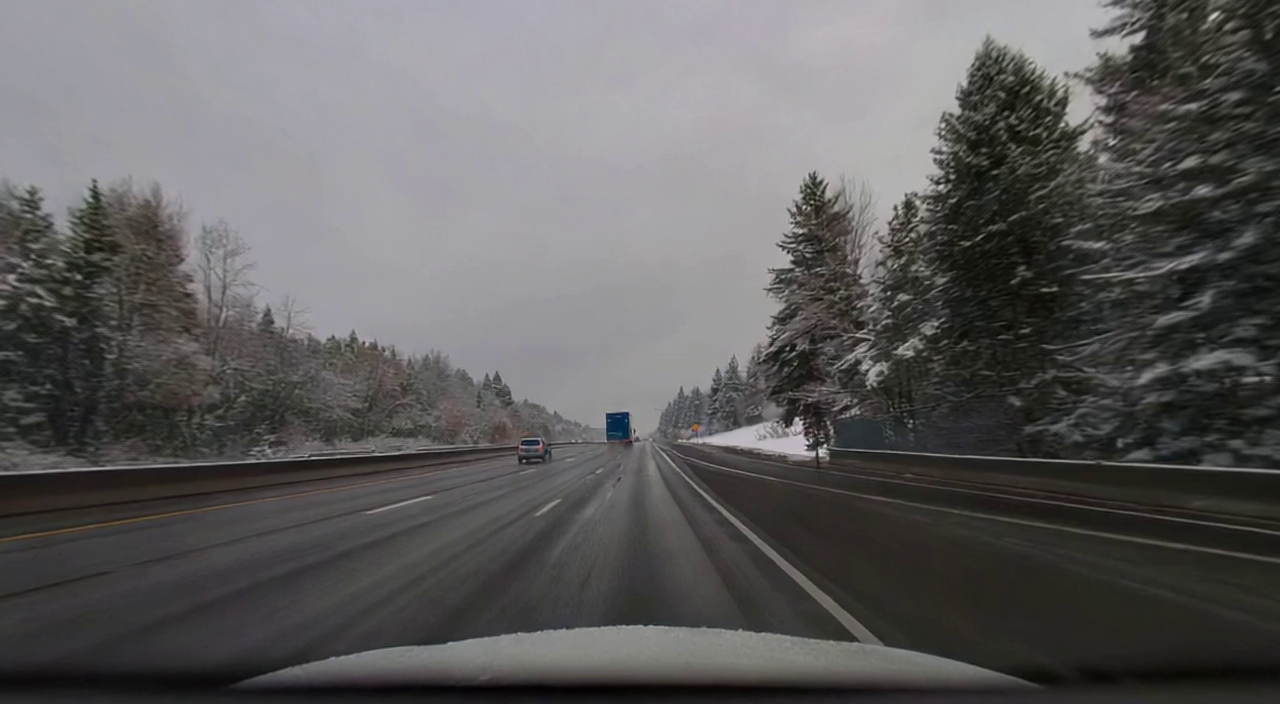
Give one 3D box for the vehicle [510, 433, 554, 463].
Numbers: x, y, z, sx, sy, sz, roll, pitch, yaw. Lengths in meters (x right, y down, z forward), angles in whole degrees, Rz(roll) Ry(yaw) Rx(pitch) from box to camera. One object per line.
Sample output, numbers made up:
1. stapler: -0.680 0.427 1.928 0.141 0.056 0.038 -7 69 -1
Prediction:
1. vehicle: -7.082 6.353 41.857 2.043 1.828 4.436 0 -8 2
